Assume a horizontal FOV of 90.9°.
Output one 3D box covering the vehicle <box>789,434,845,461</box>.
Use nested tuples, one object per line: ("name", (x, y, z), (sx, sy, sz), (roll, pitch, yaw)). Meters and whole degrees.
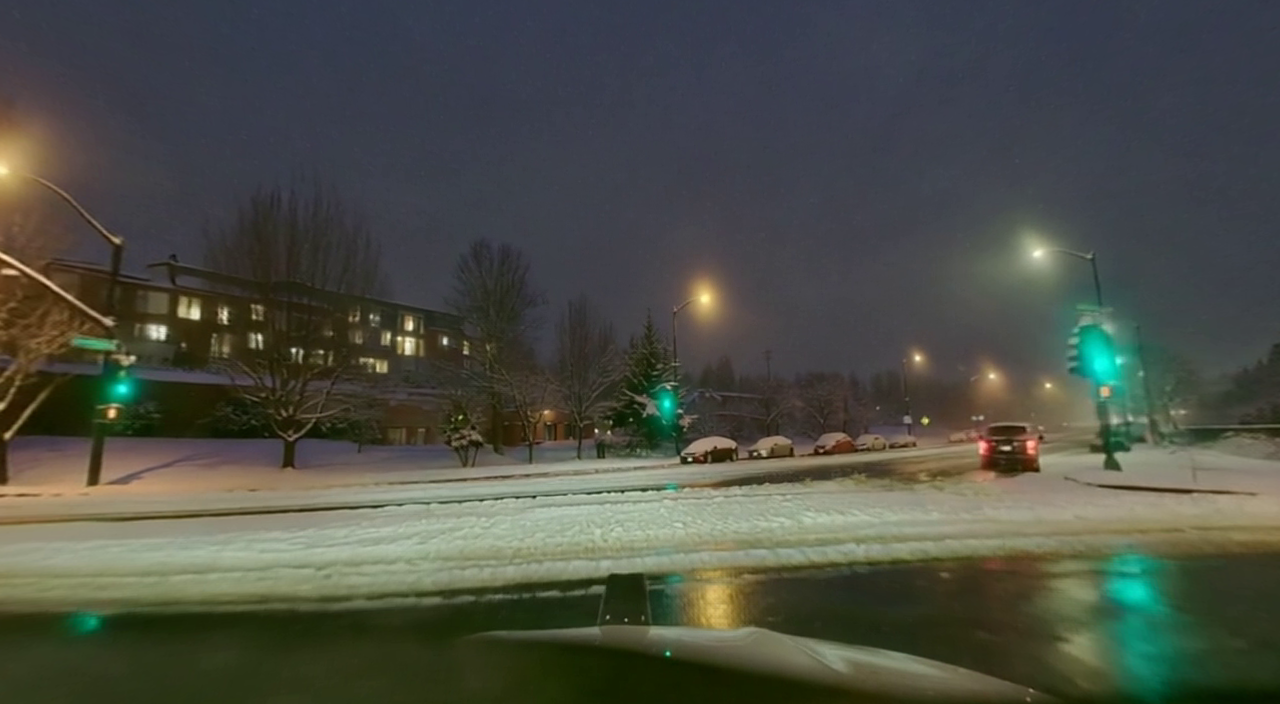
("vehicle", (10.684, 5.718, 37.880), (1.852, 1.465, 4.092), (-6, -10, 36))

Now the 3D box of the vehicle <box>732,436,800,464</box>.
("vehicle", (8.107, 6.239, 40.254), (2.179, 1.658, 4.765), (-7, -11, 40))

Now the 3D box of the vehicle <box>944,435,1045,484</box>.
("vehicle", (12.111, 3.666, 21.887), (2.148, 1.488, 4.508), (-3, -9, 18))

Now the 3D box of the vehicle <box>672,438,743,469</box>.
("vehicle", (3.918, 5.759, 36.020), (1.922, 1.628, 4.291), (-7, -11, 40))
